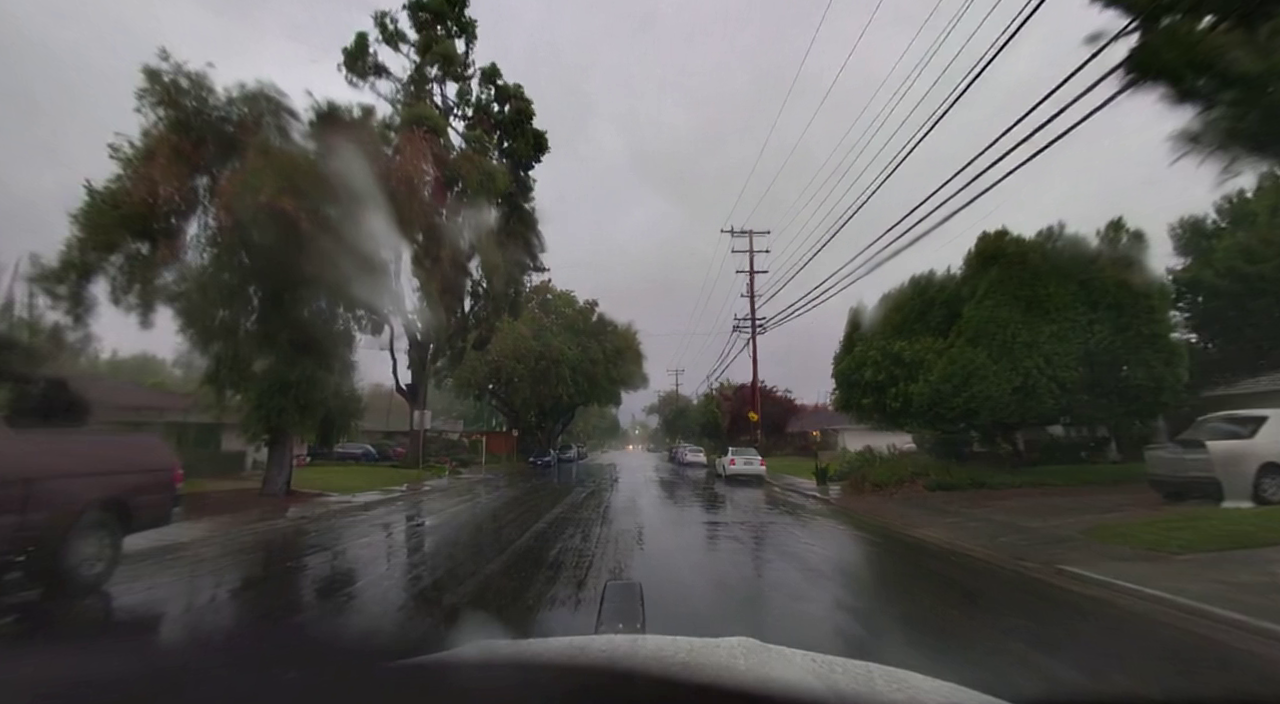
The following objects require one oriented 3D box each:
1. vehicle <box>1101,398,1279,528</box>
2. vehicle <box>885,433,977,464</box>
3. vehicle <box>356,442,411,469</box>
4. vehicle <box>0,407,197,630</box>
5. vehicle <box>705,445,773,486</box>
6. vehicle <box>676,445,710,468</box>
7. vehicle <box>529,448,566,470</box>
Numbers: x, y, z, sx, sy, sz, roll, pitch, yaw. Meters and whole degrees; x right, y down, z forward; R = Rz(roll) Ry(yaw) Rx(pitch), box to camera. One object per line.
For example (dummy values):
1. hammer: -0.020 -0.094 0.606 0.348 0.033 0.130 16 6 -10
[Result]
1. vehicle: 10.265 1.660 9.635 4.864 1.747 1.956 0 -9 -1
2. vehicle: 16.795 5.622 36.637 4.355 1.674 1.914 -1 -10 1
3. vehicle: -17.924 7.258 44.415 1.925 1.750 4.489 0 -9 1
4. vehicle: -6.303 1.378 5.130 2.058 1.805 4.584 -1 -10 0
5. vehicle: 3.746 4.355 24.581 1.782 1.439 4.037 0 -9 -3
6. vehicle: 3.569 7.117 43.197 1.763 1.432 4.323 0 -9 -2
7. vehicle: -6.551 7.599 45.133 2.031 1.454 4.410 0 -9 0
